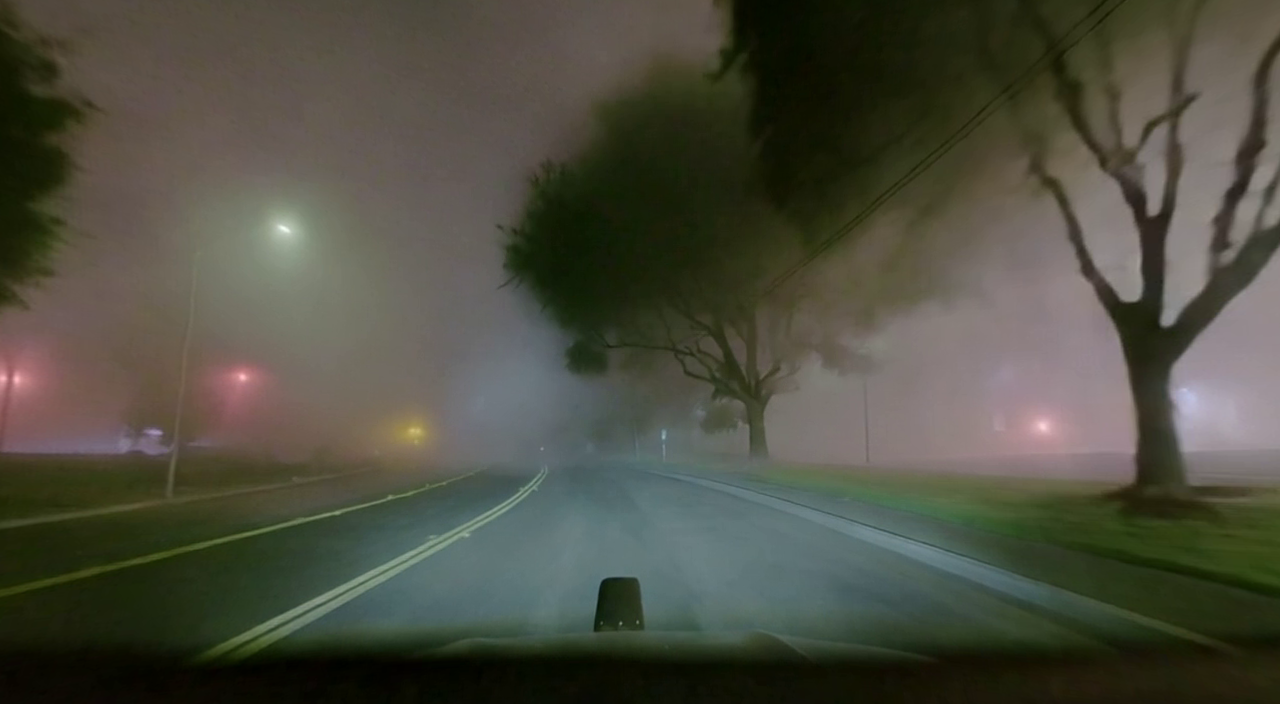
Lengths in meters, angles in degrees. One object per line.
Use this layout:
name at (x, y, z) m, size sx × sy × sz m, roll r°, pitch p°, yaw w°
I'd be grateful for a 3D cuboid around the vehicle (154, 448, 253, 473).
vehicle at (-26.754, 6.657, 38.876) m, size 4.527 × 1.441 × 2.024 m, roll 1°, pitch -8°, yaw -5°
